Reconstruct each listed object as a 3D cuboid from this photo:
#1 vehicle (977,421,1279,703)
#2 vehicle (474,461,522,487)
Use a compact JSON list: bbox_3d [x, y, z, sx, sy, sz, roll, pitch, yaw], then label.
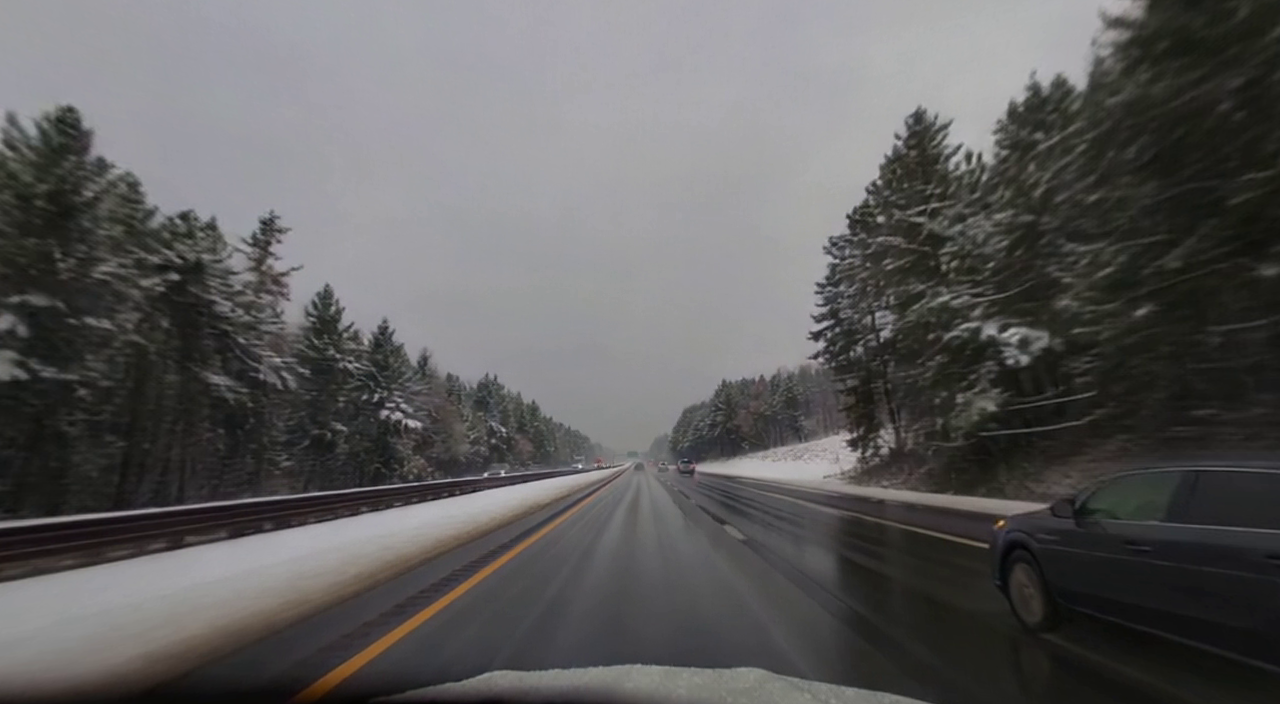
[{"bbox_3d":[3.677,1.139,3.110,1.825,1.494,3.959,1,-10,0],"label":"vehicle"},{"bbox_3d":[-8.605,7.452,38.531,1.924,1.440,3.945,1,-10,1],"label":"vehicle"}]
